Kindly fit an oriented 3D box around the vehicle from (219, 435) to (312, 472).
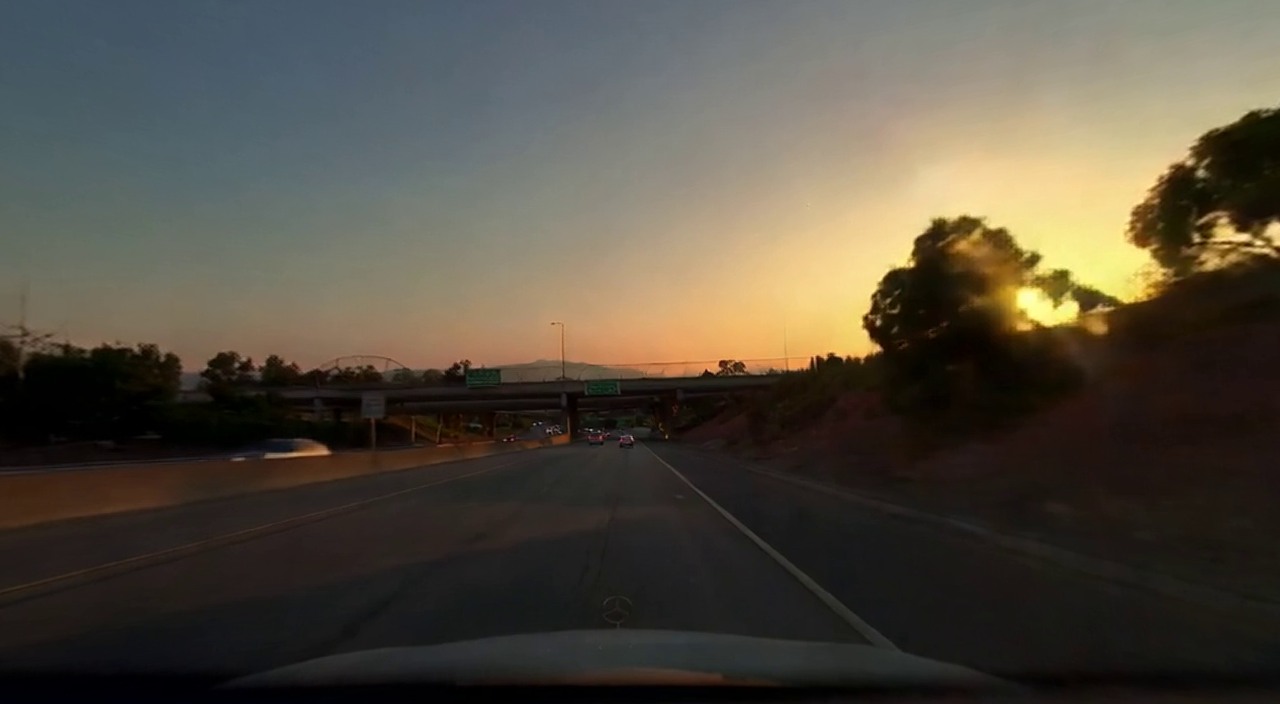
[{"bbox_3d":[-16.562,4.480,28.058,1.726,1.485,4.013,0,-8,-2],"label":"vehicle"}]
